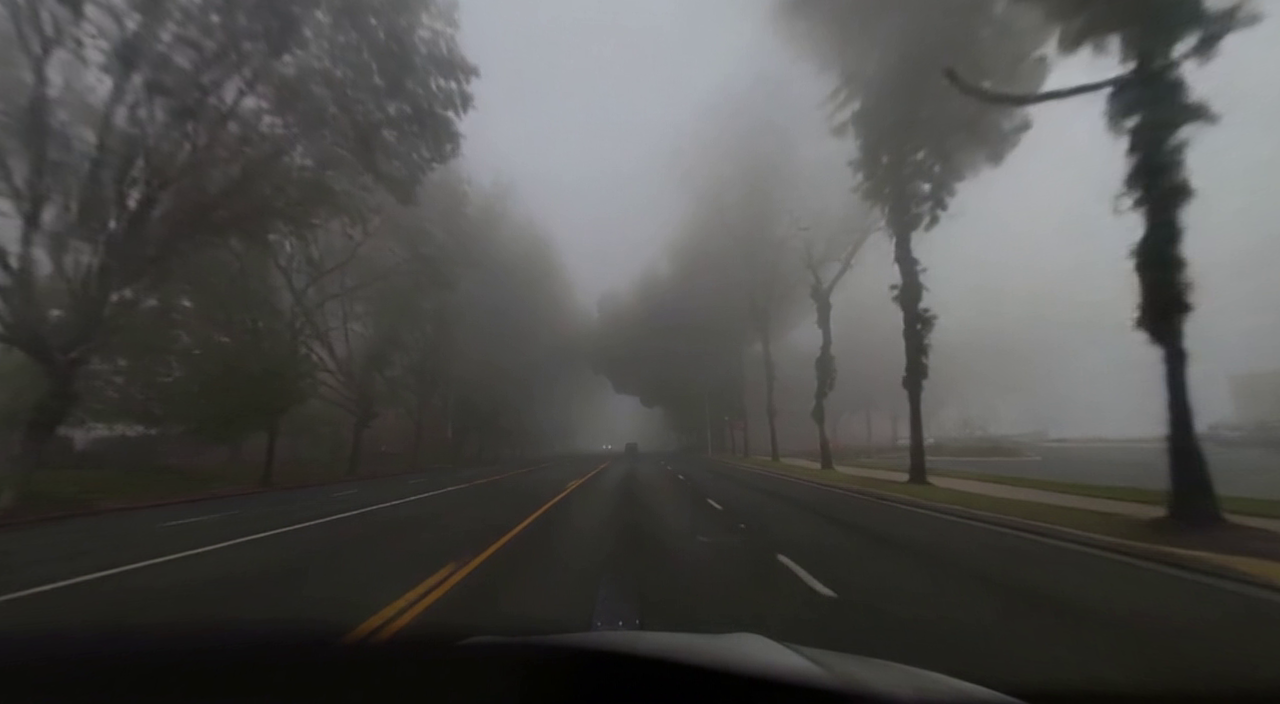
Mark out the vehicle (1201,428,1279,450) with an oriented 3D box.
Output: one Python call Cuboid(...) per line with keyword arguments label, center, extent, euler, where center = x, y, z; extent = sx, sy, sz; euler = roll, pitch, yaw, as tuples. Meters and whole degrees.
Cuboid(label="vehicle", center=(44.679, 6.411, 46.874), extent=(1.826, 1.461, 4.516), euler=(-2, -7, -1))
